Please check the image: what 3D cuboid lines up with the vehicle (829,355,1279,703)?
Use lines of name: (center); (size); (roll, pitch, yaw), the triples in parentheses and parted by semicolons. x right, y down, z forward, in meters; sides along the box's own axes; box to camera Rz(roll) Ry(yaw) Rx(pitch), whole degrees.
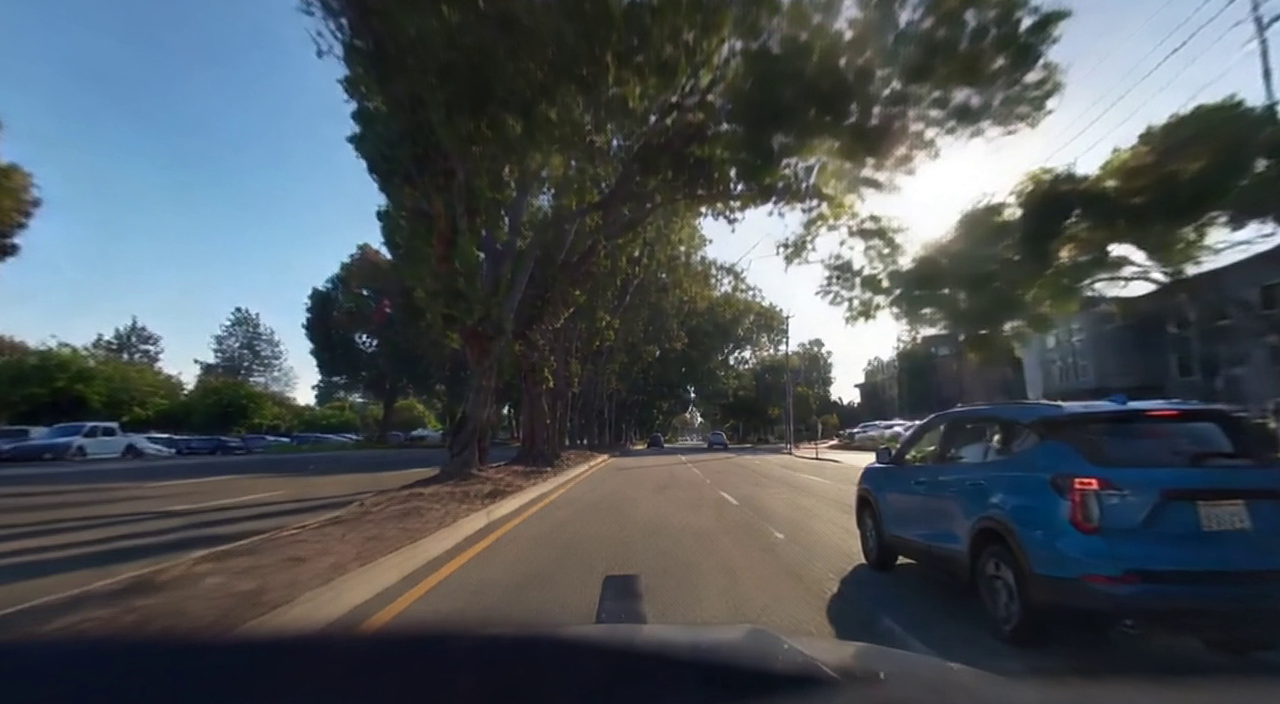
vehicle: (3.156, 1.146, 4.860); (2.060, 1.665, 4.284); (0, -8, 0)
